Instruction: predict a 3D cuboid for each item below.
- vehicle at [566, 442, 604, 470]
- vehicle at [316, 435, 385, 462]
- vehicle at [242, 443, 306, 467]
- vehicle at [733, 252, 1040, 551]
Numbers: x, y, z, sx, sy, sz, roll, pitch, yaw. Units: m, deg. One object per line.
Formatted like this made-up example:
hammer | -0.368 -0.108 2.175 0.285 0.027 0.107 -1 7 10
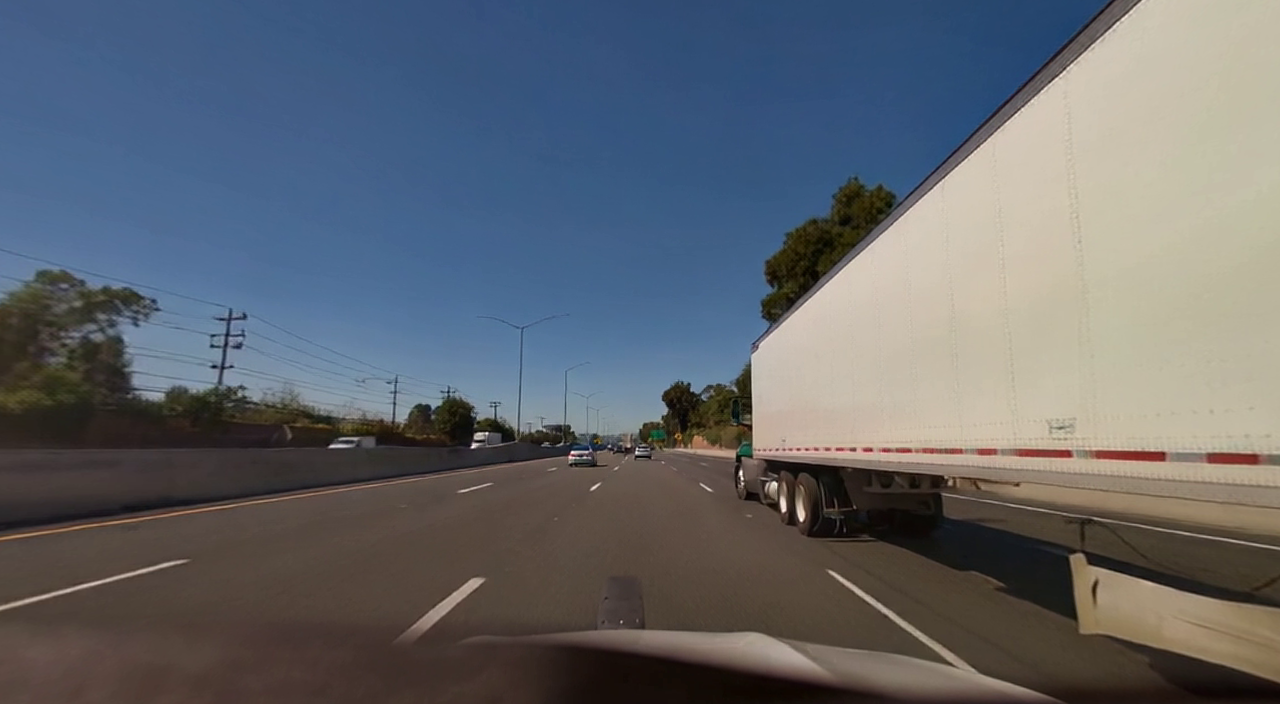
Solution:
vehicle | -3.407 6.546 39.752 2.000 1.658 4.155 0 -9 0
vehicle | -21.067 7.046 46.088 2.206 1.777 5.688 0 -9 2
vehicle | -24.603 6.936 42.484 1.938 1.539 3.945 0 -9 0
vehicle | 3.785 1.134 12.115 3.042 4.037 7.253 0 -9 1
